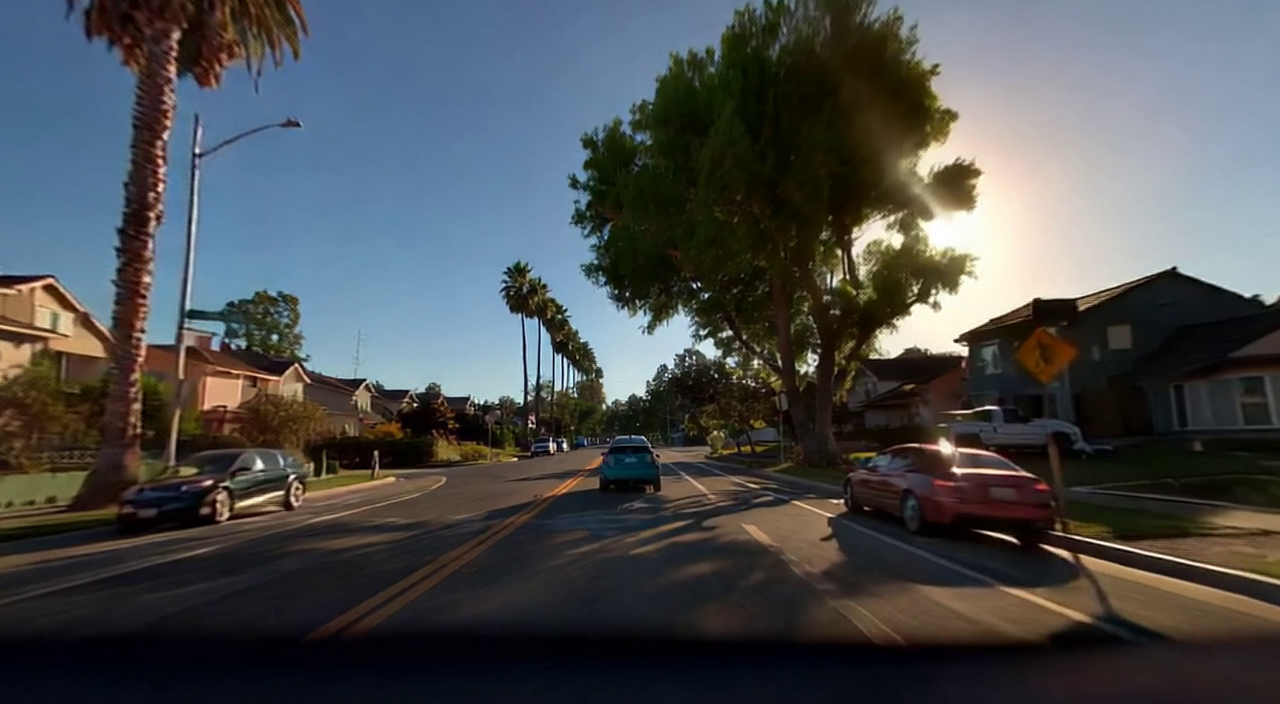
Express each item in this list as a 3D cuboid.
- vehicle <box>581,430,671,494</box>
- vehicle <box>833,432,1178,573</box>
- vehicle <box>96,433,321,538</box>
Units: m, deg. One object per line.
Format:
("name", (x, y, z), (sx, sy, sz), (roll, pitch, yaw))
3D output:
("vehicle", (-0.381, 2.888, 16.853), (2.098, 1.483, 4.099), (0, -9, -2))
("vehicle", (4.773, 2.030, 9.512), (2.013, 1.501, 5.235), (0, -9, -1))
("vehicle", (-8.688, 2.631, 13.287), (1.945, 1.666, 4.107), (-3, -6, -1))
